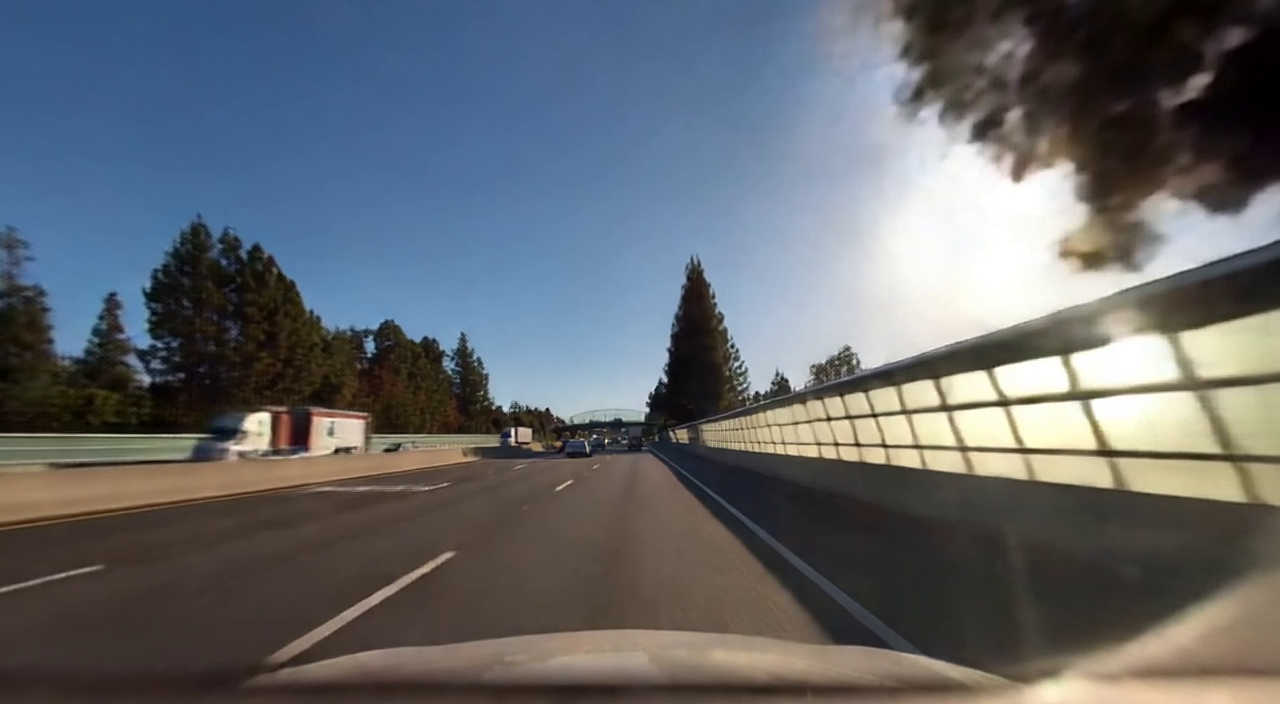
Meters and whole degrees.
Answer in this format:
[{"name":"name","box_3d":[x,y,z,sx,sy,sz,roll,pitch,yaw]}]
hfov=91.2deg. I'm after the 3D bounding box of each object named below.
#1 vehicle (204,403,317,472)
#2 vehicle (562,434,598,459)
[{"name":"vehicle","box_3d":[-24.850,5.735,41.591,3.405,4.202,6.331,0,-9,-1]},{"name":"vehicle","box_3d":[-4.168,6.612,43.963,2.063,1.598,4.189,0,-8,0]}]
